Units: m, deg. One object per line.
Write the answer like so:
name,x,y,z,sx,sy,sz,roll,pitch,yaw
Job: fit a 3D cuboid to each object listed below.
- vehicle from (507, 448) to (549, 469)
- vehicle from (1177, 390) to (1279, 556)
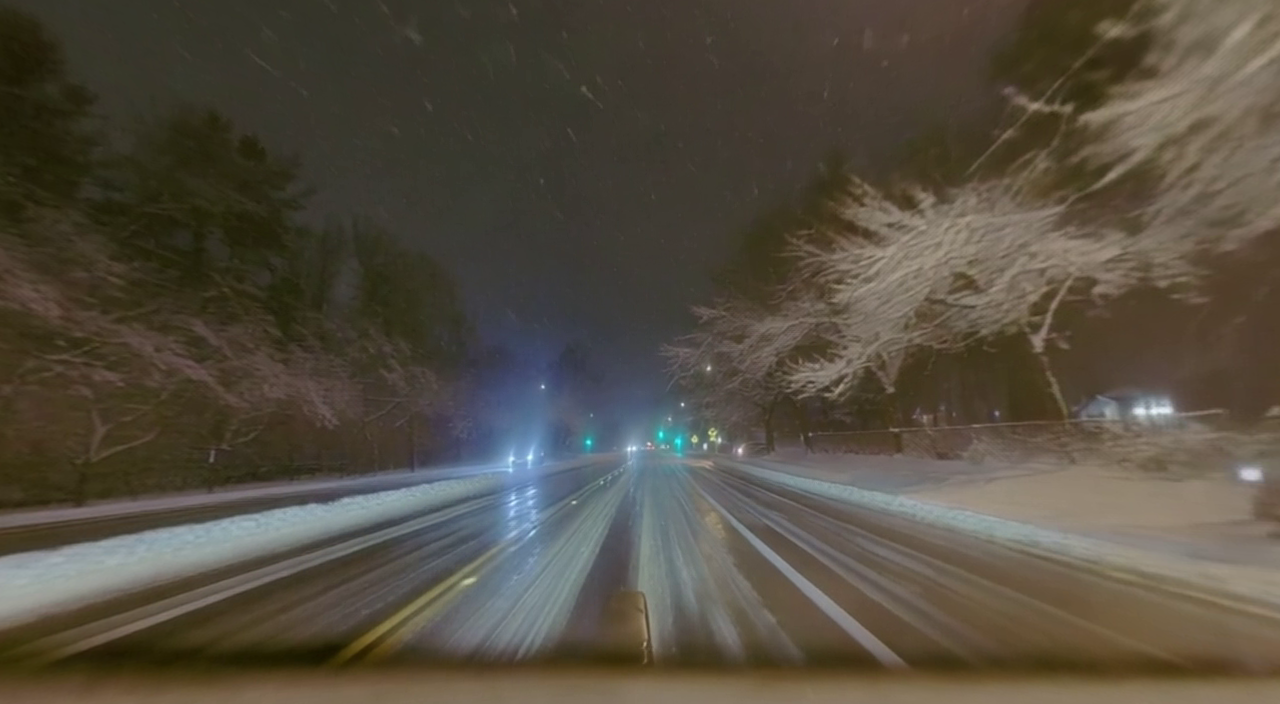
vehicle,-8.227,7.845,46.546,2.162,1.438,4.374,0,-9,2
vehicle,9.942,1.456,7.624,4.839,1.933,2.215,0,-9,-2
